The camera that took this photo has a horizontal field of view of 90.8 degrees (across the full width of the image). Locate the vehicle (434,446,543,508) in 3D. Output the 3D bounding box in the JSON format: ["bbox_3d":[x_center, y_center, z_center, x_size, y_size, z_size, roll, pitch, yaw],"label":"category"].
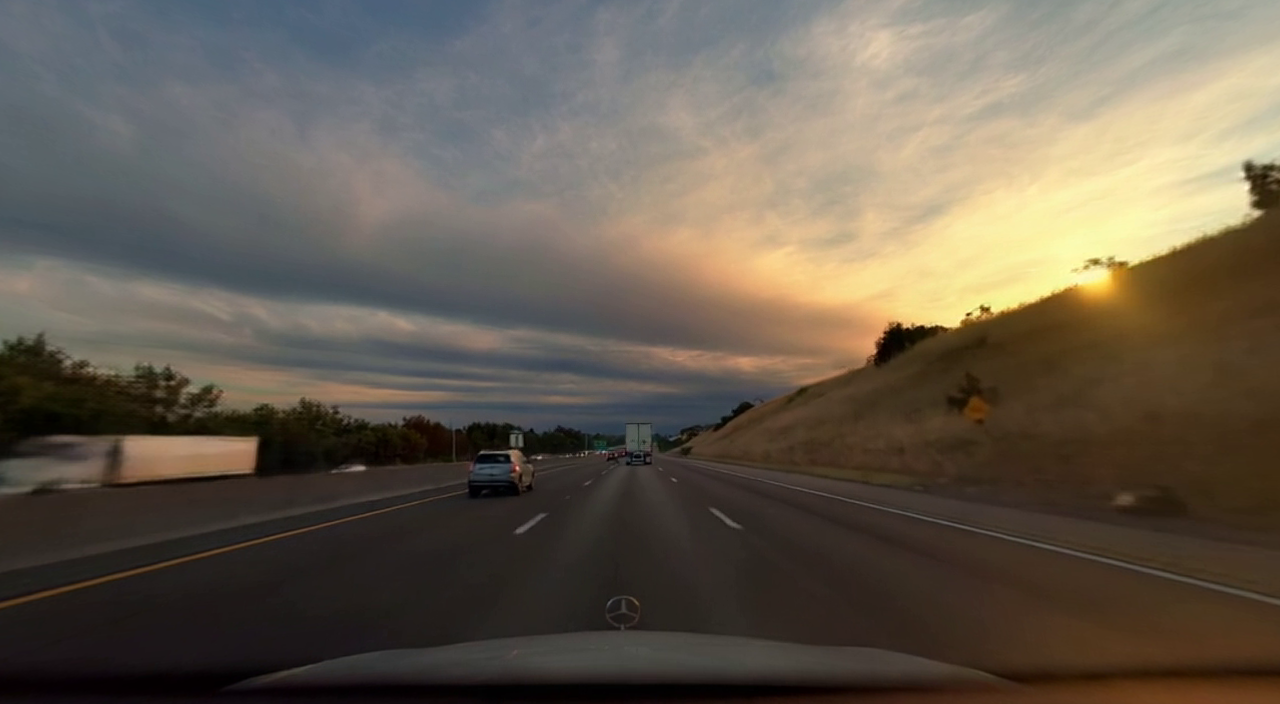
[{"bbox_3d":[-4.128,3.457,17.941,2.051,1.537,4.111,0,-9,1],"label":"vehicle"}]
